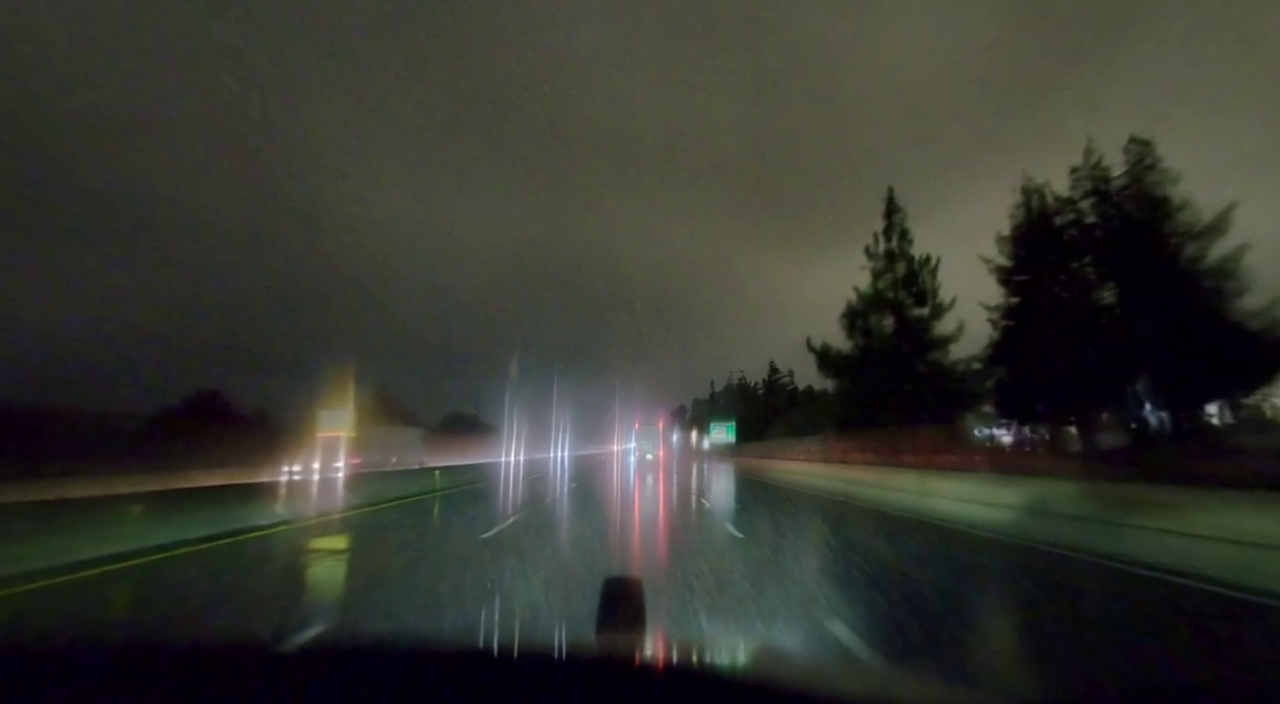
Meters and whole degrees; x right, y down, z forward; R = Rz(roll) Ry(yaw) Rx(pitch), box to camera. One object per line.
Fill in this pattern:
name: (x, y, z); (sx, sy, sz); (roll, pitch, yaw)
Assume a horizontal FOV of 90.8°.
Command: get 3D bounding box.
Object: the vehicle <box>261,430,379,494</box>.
vehicle: (-17.199, 5.973, 34.545); (2.734, 3.128, 6.814); (0, -9, 1)
